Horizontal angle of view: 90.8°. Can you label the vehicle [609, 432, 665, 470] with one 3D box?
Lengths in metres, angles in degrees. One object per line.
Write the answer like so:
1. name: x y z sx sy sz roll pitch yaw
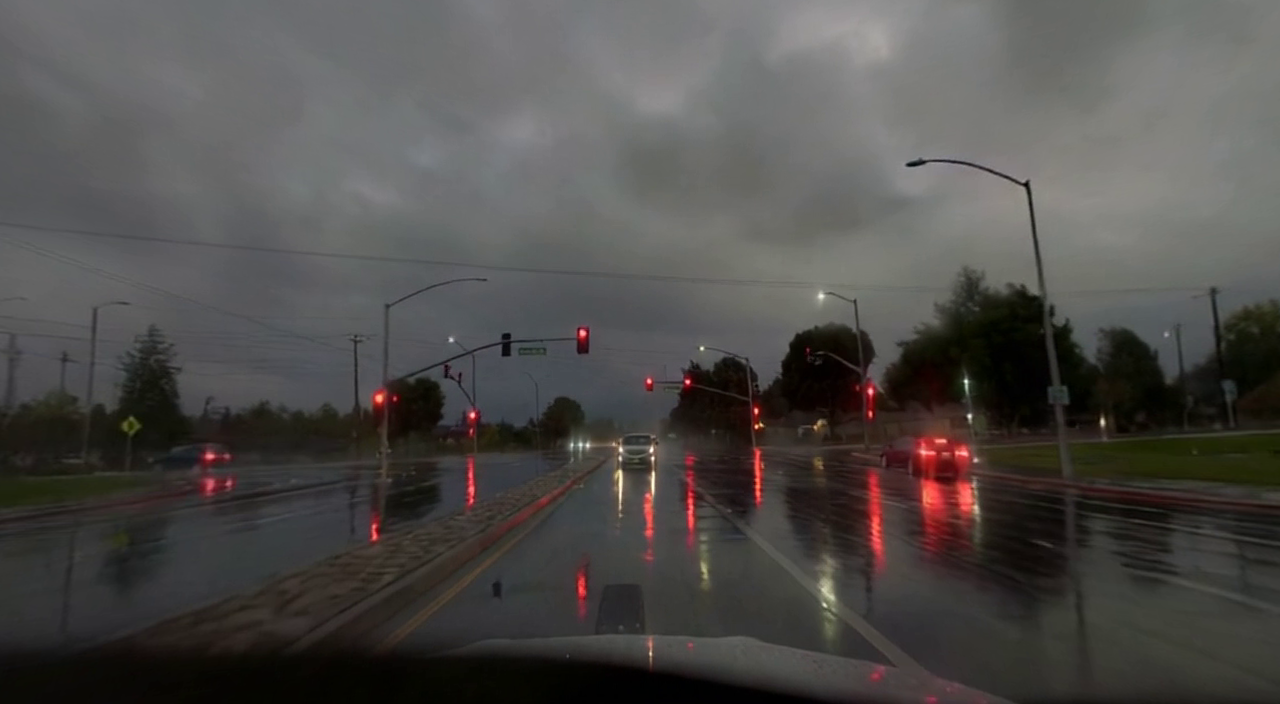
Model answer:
1. vehicle: -0.050 4.477 28.780 2.074 1.570 3.647 0 -8 7
